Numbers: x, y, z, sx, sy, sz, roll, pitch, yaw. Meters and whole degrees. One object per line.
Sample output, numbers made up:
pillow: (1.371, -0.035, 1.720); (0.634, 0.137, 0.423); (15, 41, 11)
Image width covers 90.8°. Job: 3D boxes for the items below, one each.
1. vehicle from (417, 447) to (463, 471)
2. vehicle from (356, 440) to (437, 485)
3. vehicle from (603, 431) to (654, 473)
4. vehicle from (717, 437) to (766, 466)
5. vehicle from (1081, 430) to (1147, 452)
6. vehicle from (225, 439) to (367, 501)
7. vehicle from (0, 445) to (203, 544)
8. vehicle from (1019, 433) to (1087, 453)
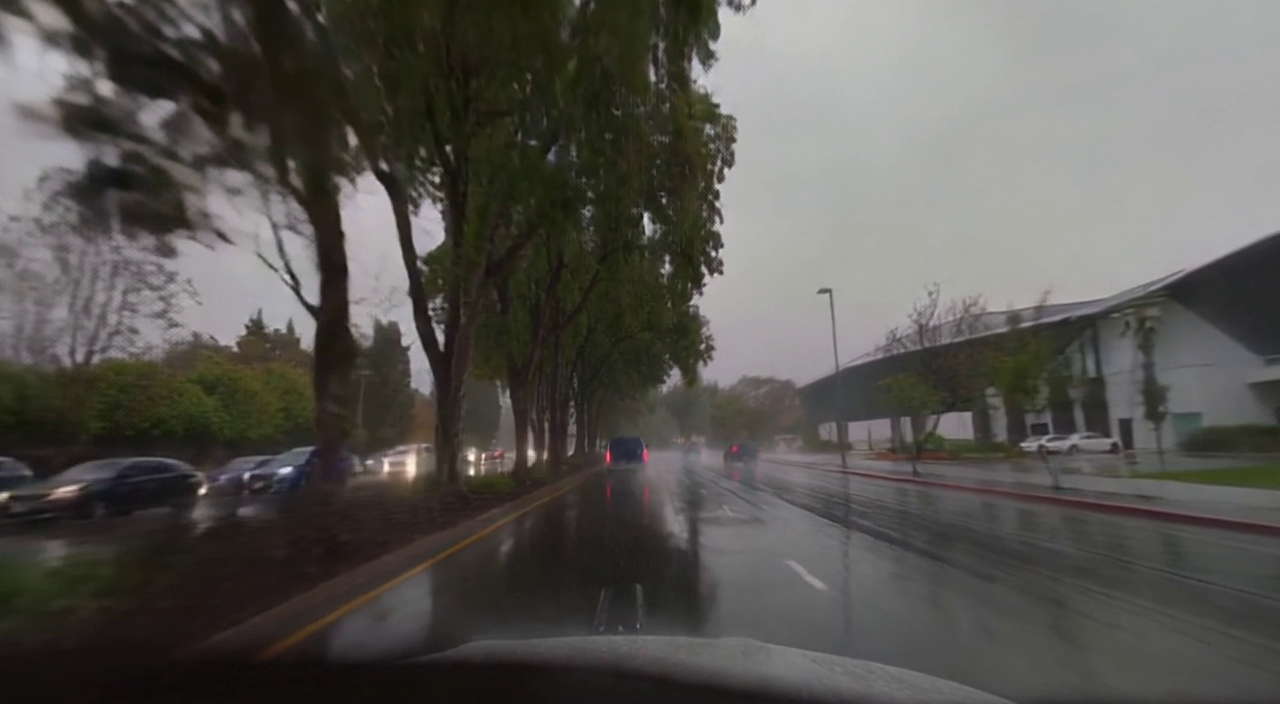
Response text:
vehicle: (-14.755, 7.890, 46.842); (1.950, 1.655, 4.395); (0, -8, 0)
vehicle: (-11.534, 5.218, 30.333); (2.082, 1.824, 4.840); (-2, -7, -1)
vehicle: (-0.534, 5.127, 32.526); (2.411, 1.937, 5.186); (0, -8, 0)
vehicle: (6.674, 6.604, 42.079); (2.364, 1.781, 4.854); (0, -8, -1)
vehicle: (36.548, 6.890, 48.793); (1.807, 1.582, 3.811); (1, -8, -7)
vehicle: (-11.332, 3.897, 21.347); (2.042, 1.822, 4.913); (0, -8, -1)
vehicle: (-11.398, 2.766, 12.941); (1.899, 1.607, 4.297); (-2, -8, -1)
vehicle: (31.603, 6.981, 48.529); (1.743, 1.445, 4.495); (1, -8, -8)
